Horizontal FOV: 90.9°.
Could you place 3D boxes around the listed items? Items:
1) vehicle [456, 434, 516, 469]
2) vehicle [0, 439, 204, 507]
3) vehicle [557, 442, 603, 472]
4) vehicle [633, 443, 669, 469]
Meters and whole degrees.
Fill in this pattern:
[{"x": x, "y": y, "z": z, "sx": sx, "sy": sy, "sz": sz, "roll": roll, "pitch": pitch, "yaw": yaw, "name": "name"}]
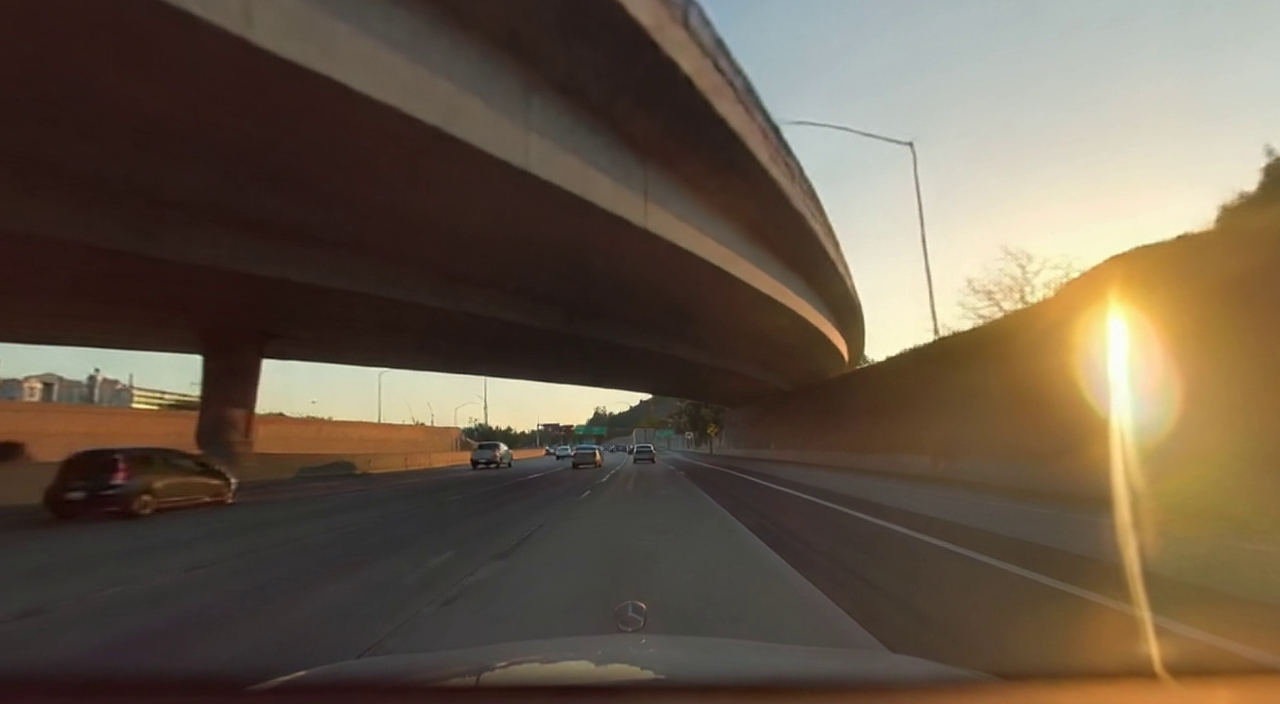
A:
[{"x": -9.811, "y": 6.405, "z": 40.841, "sx": 2.339, "sy": 2.018, "sz": 5.790, "roll": -1, "pitch": -8, "yaw": 1, "name": "vehicle"}, {"x": -13.796, "y": 2.983, "z": 16.095, "sx": 1.952, "sy": 1.469, "sz": 4.639, "roll": -1, "pitch": -8, "yaw": 1, "name": "vehicle"}, {"x": -3.237, "y": 5.755, "z": 34.766, "sx": 2.056, "sy": 1.480, "sz": 4.022, "roll": -1, "pitch": -8, "yaw": 1, "name": "vehicle"}, {"x": 0.648, "y": 6.319, "z": 38.600, "sx": 2.073, "sy": 1.480, "sz": 4.343, "roll": -1, "pitch": -8, "yaw": 0, "name": "vehicle"}]
